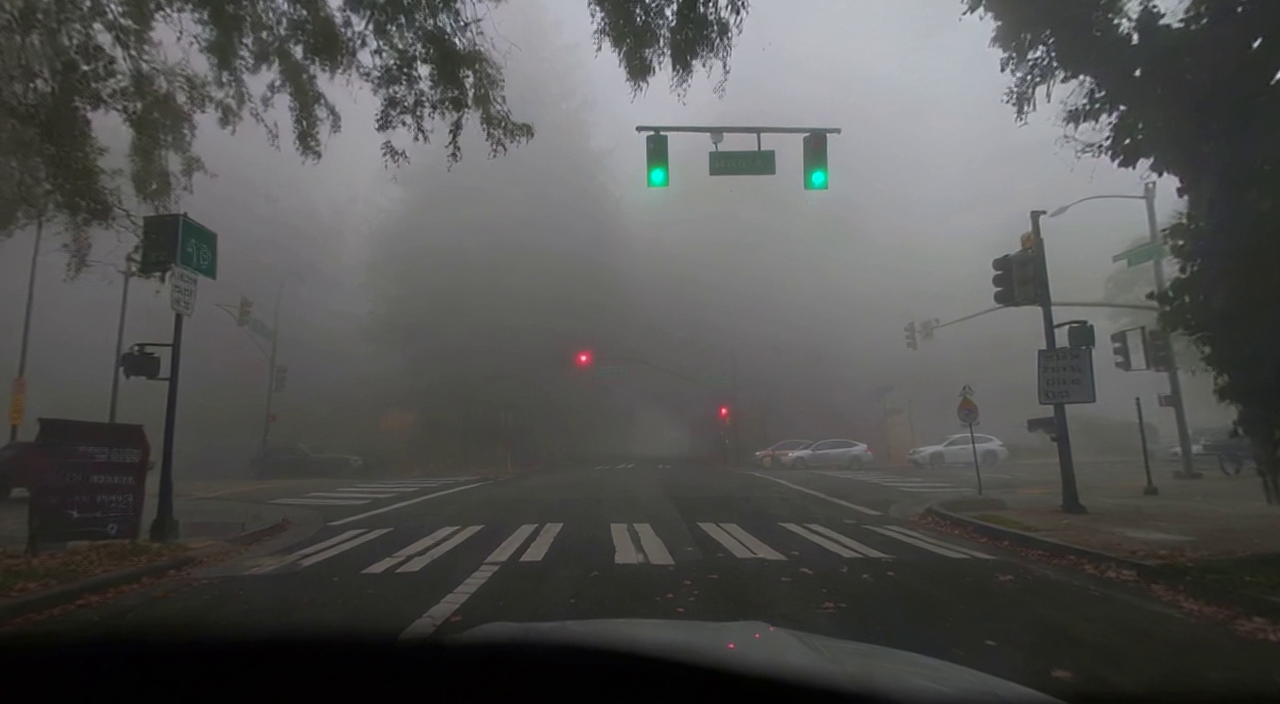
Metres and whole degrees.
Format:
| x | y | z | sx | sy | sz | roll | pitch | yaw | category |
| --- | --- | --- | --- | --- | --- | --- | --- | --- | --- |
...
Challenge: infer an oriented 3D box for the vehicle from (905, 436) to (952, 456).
| x | y | z | sx | sy | sz | roll | pitch | yaw | category |
| --- | --- | --- | --- | --- | --- | --- | --- | --- | --- |
| 21.813 | 7.143 | 47.503 | 1.923 | 1.463 | 3.758 | -1 | -9 | 3 | vehicle |

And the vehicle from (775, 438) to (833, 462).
| x | y | z | sx | sy | sz | roll | pitch | yaw | category |
| --- | --- | --- | --- | --- | --- | --- | --- | --- | --- |
| 11.100 | 6.616 | 42.262 | 1.955 | 1.508 | 4.295 | -8 | -12 | 42 | vehicle |

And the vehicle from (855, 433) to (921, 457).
| x | y | z | sx | sy | sz | roll | pitch | yaw | category |
| --- | --- | --- | --- | --- | --- | --- | --- | --- | --- |
| 16.927 | 6.336 | 42.695 | 4.522 | 1.546 | 1.941 | 6 | -11 | -34 | vehicle |

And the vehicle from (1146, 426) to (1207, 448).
| x | y | z | sx | sy | sz | roll | pitch | yaw | category |
| --- | --- | --- | --- | --- | --- | --- | --- | --- | --- |
| 41.061 | 6.538 | 48.065 | 1.682 | 1.422 | 3.422 | 3 | -10 | 1 | vehicle |

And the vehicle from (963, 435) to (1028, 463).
| x | y | z | sx | sy | sz | roll | pitch | yaw | category |
| --- | --- | --- | --- | --- | --- | --- | --- | --- | --- |
| 20.972 | 5.725 | 37.120 | 1.851 | 1.388 | 3.475 | 0 | -5 | 0 | vehicle |
